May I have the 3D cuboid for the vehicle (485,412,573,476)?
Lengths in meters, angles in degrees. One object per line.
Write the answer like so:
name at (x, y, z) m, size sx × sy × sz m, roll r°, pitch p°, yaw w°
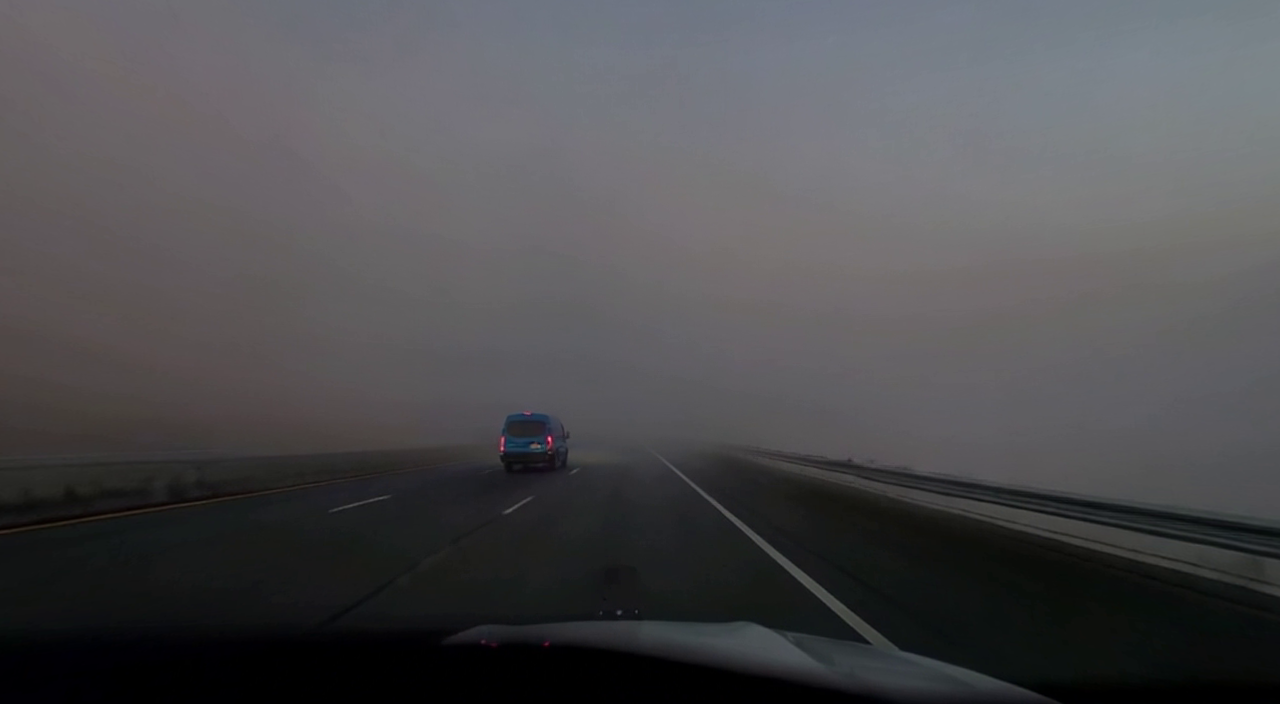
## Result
vehicle at (-3.838, 3.282, 22.727) m, size 2.309 × 2.053 × 4.884 m, roll 0°, pitch -8°, yaw 0°
